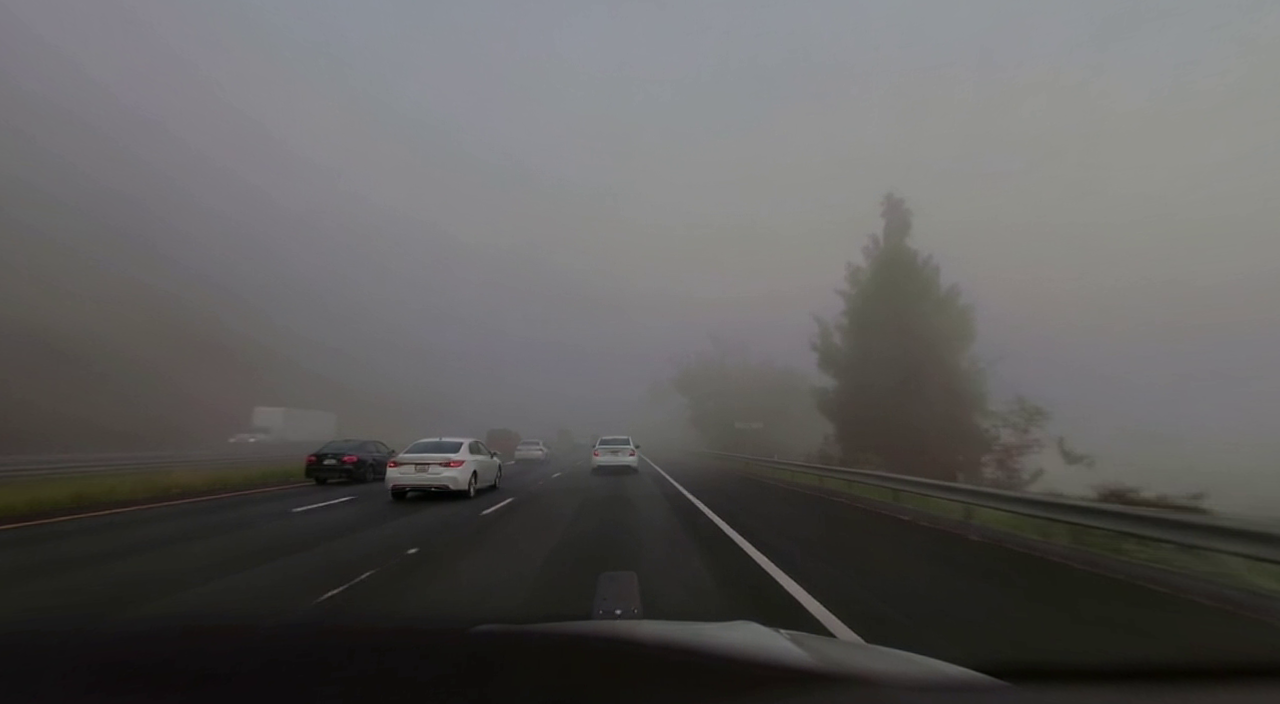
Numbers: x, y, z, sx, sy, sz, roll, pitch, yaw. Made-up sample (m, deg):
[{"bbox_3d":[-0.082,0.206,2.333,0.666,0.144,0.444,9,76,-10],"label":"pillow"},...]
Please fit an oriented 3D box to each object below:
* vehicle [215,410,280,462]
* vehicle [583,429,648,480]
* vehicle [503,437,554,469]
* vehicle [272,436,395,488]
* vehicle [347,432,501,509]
[{"bbox_3d":[-30.421,6.537,48.813,2.981,3.860,2.886,0,-8,-2],"label":"vehicle"},{"bbox_3d":[-0.874,3.686,22.986,2.178,1.658,3.916,0,-8,-2],"label":"vehicle"},{"bbox_3d":[-5.343,4.899,30.679,1.835,1.432,3.835,0,-8,-1],"label":"vehicle"},{"bbox_3d":[-9.342,3.341,19.555,1.850,1.439,3.932,0,-8,0],"label":"vehicle"},{"bbox_3d":[-4.642,2.569,14.319,1.971,1.464,4.386,0,-8,0],"label":"vehicle"}]
